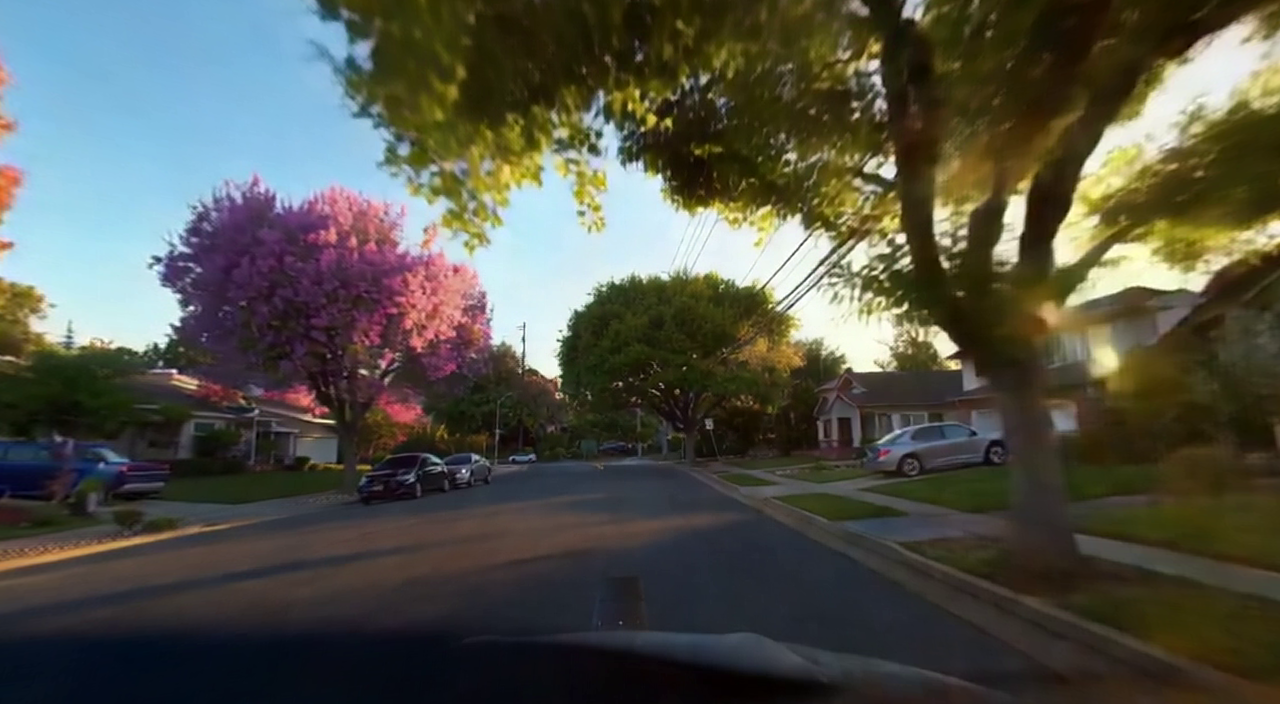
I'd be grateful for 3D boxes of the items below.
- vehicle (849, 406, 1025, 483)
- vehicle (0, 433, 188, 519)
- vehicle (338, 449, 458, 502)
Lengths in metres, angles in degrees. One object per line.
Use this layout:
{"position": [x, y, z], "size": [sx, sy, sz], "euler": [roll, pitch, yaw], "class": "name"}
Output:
{"position": [8.550, 2.710, 18.478], "size": [4.025, 1.738, 1.920], "euler": [-5, -9, -1], "class": "vehicle"}
{"position": [-14.325, 3.006, 15.666], "size": [4.538, 1.687, 1.955], "euler": [4, -9, -1], "class": "vehicle"}
{"position": [-7.660, 3.916, 20.550], "size": [2.034, 1.493, 4.524], "euler": [0, -9, 1], "class": "vehicle"}
